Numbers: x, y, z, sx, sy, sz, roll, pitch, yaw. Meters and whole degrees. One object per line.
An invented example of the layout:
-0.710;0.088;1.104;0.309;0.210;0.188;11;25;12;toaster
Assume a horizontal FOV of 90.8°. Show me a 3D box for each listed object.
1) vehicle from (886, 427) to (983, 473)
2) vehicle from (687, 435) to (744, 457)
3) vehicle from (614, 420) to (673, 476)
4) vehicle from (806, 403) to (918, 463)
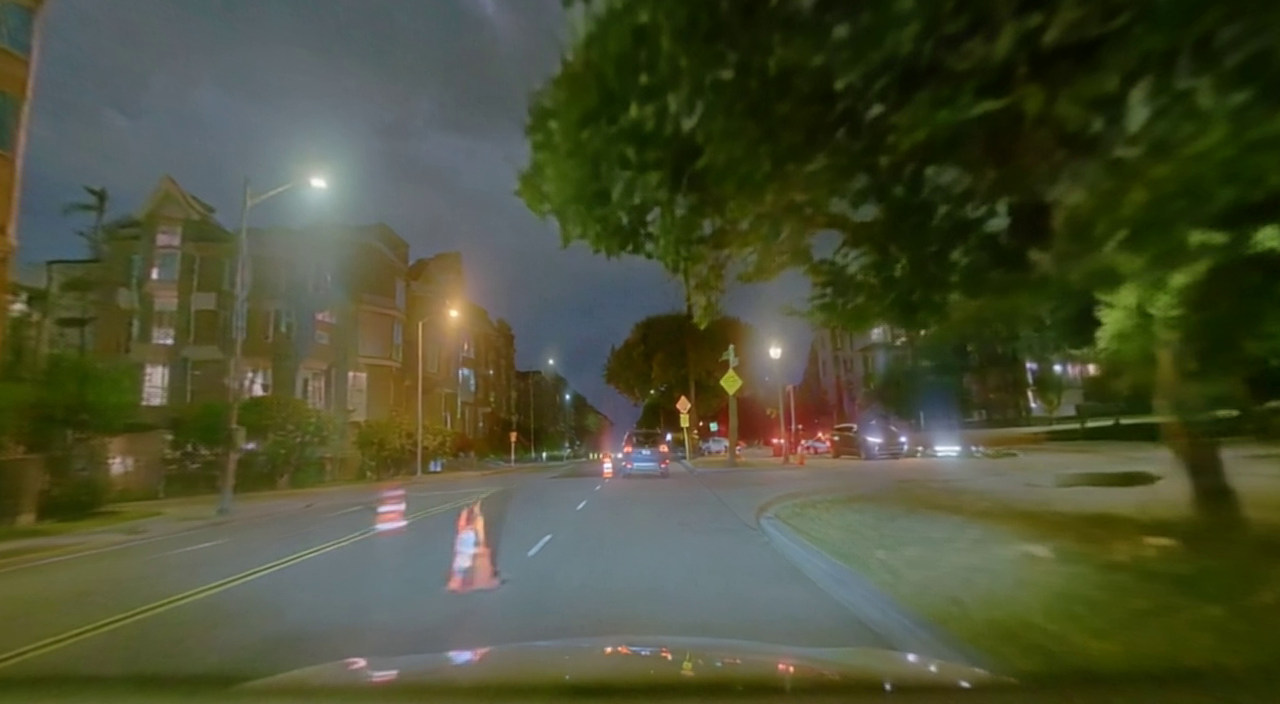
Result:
10.695;3.595;23.156;1.698;1.548;2.969;2;-9;-12;vehicle
5.692;7.091;47.537;3.835;1.584;1.893;4;-9;-27;vehicle
0.023;3.910;25.702;2.169;2.015;5.206;0;-9;-2;vehicle
9.590;3.739;28.166;2.253;2.306;6.753;-1;-10;-2;vehicle
